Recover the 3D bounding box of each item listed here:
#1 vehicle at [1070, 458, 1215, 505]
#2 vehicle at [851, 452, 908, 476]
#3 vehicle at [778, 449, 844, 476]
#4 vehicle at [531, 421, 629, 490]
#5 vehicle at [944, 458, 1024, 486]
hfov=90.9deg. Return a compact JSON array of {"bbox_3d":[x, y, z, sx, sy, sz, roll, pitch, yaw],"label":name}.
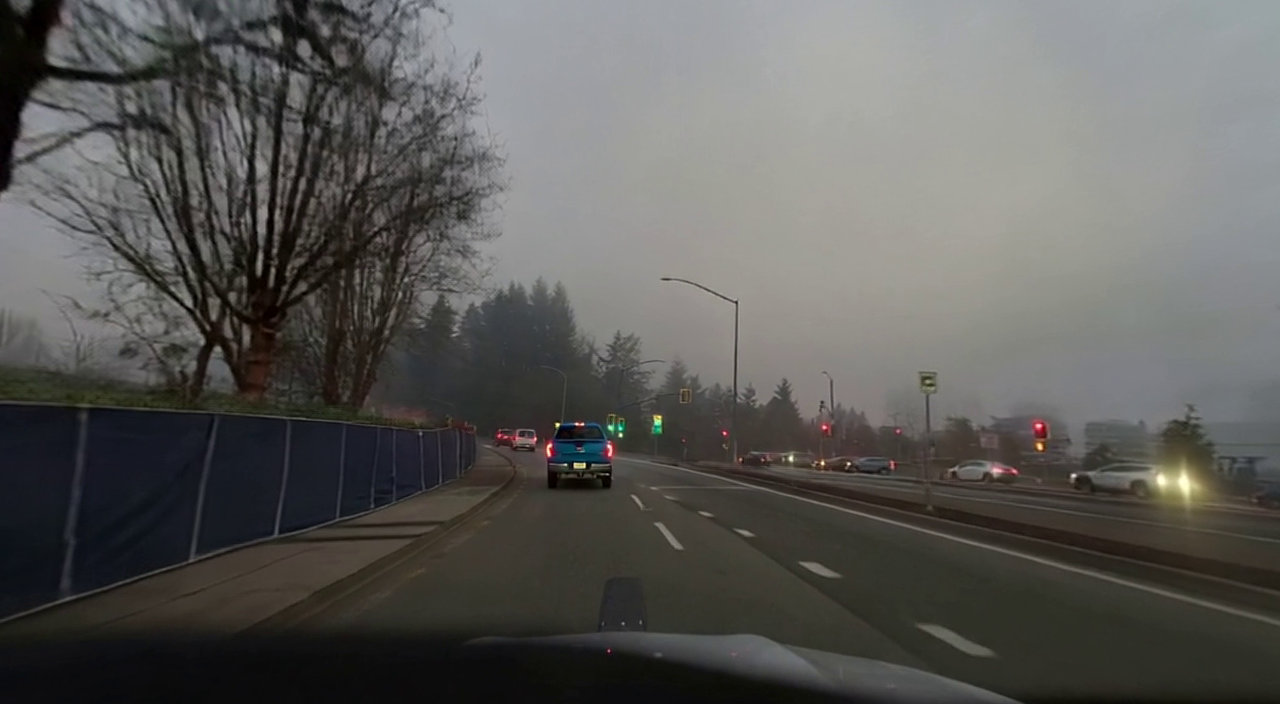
[{"bbox_3d":[22.677,5.804,28.793,1.938,1.781,5.078,1,-8,-9],"label":"vehicle"},{"bbox_3d":[18.472,8.605,48.891,1.841,1.673,4.470,2,-8,-13],"label":"vehicle"},{"bbox_3d":[10.374,6.697,38.538,1.838,1.494,4.553,2,-8,-14],"label":"vehicle"},{"bbox_3d":[-1.793,2.972,18.474,2.436,1.698,5.322,1,-8,-6],"label":"vehicle"},{"bbox_3d":[20.951,7.282,38.622,1.805,1.494,4.362,2,-8,-12],"label":"vehicle"}]
